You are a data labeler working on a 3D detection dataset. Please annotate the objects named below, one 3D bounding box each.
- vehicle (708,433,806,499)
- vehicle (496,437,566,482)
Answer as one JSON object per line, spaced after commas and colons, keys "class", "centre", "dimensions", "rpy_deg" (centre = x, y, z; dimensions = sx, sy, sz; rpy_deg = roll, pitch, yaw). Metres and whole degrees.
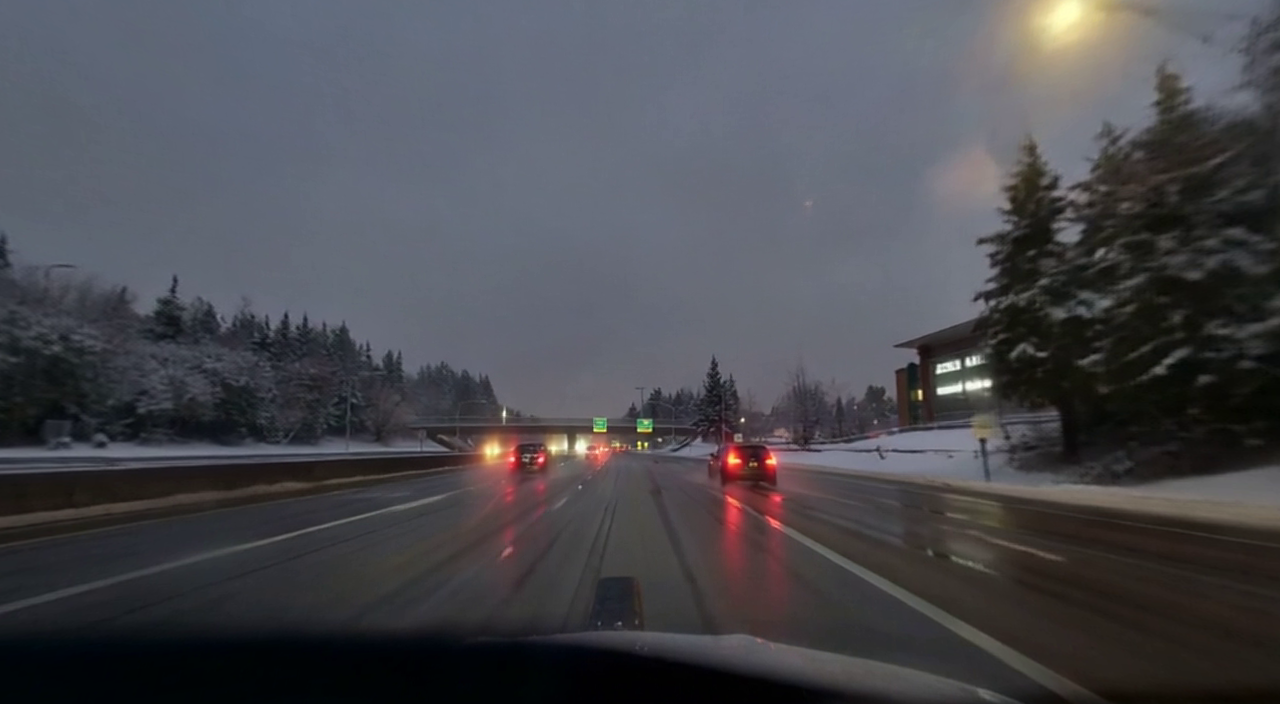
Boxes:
{"class": "vehicle", "centre": [3.297, 3.304, 18.716], "dimensions": [1.997, 1.686, 4.247], "rpy_deg": [0, -8, -1]}
{"class": "vehicle", "centre": [-4.588, 4.604, 27.358], "dimensions": [2.176, 1.779, 4.755], "rpy_deg": [0, -8, 0]}
